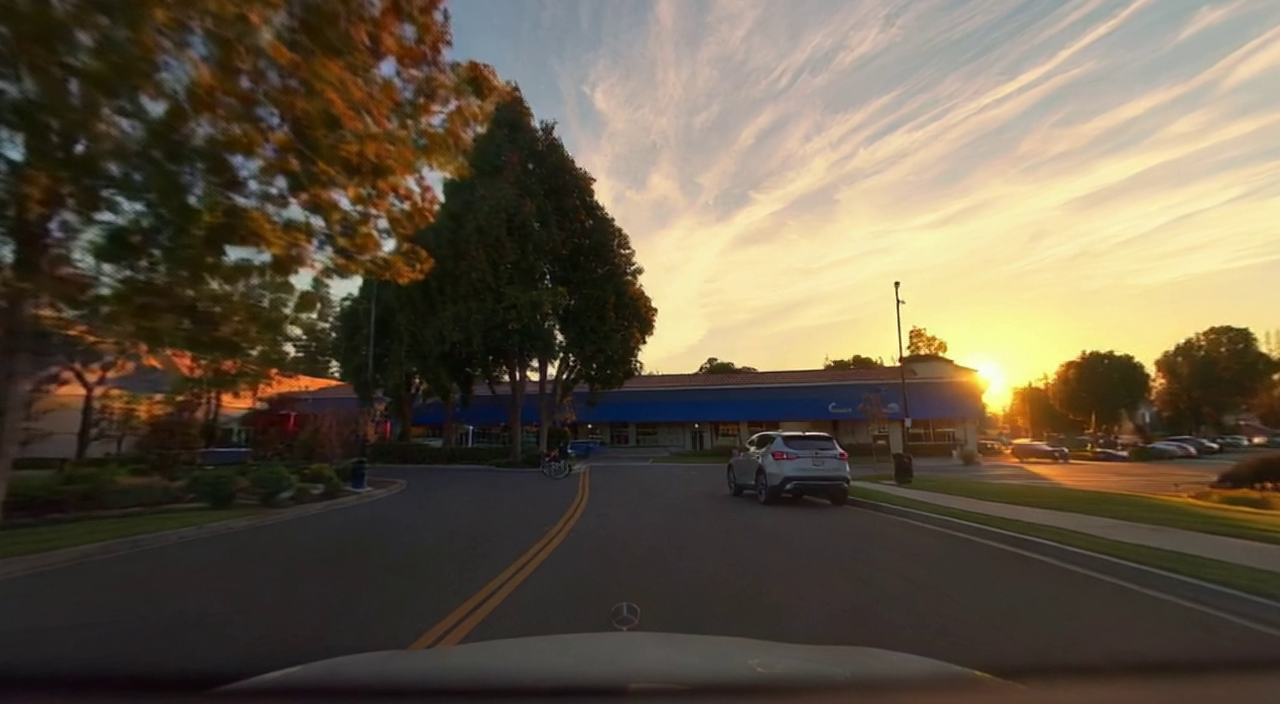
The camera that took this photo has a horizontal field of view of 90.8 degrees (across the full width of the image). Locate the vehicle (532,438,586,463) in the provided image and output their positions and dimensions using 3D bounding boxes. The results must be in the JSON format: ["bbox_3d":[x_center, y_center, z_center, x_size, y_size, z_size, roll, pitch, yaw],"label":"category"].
[{"bbox_3d":[-6.312,7.573,48.778,2.278,1.805,4.950,5,-10,-31],"label":"vehicle"}]

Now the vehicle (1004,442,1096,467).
[{"bbox_3d":[27.710,6.935,42.804,1.815,1.574,4.800,8,-12,-44],"label":"vehicle"}]

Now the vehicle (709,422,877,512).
[{"bbox_3d":[3.352,2.675,15.227,2.292,1.767,5.128,1,-9,-6],"label":"vehicle"}]

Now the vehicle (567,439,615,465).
[{"bbox_3d":[-3.438,6.894,43.622,2.007,1.639,4.444,4,-9,-23],"label":"vehicle"}]
